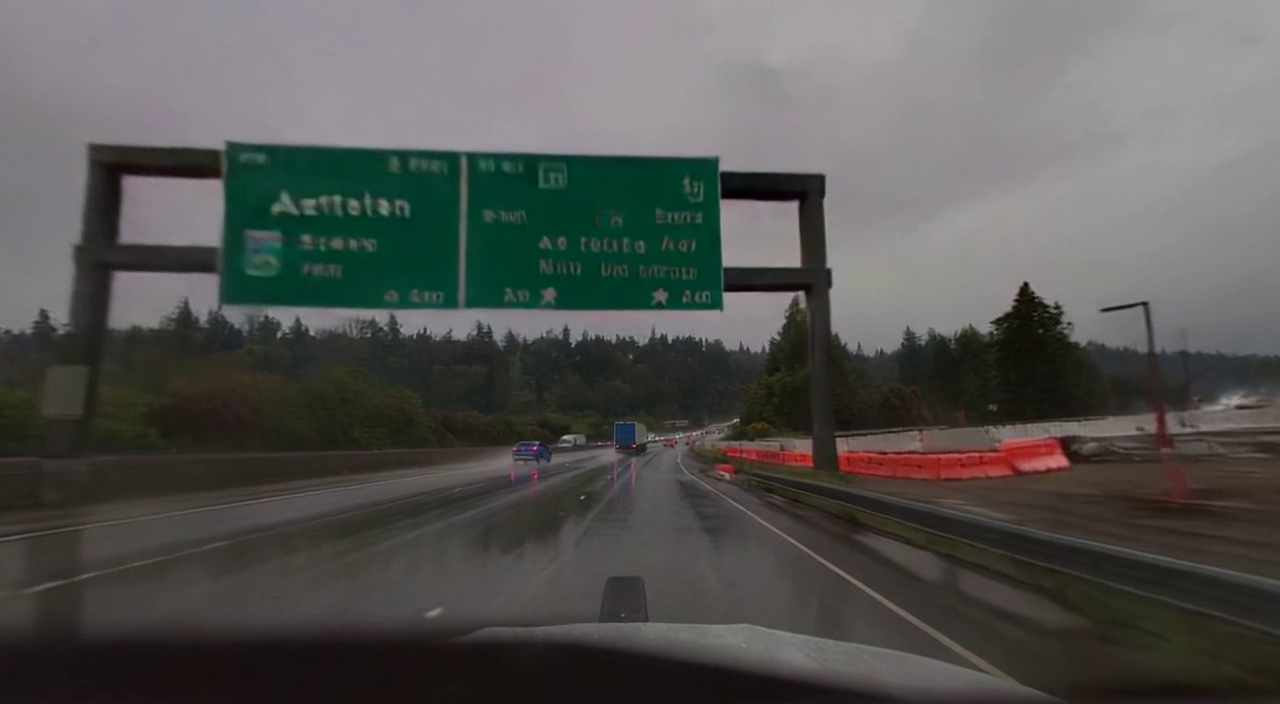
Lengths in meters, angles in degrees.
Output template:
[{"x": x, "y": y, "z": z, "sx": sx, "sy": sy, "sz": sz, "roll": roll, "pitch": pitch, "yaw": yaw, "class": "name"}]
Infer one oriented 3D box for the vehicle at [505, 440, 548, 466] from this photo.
[{"x": -7.183, "y": 6.470, "z": 40.313, "sx": 1.893, "sy": 1.566, "sz": 4.051, "roll": -1, "pitch": -9, "yaw": 2, "class": "vehicle"}]
